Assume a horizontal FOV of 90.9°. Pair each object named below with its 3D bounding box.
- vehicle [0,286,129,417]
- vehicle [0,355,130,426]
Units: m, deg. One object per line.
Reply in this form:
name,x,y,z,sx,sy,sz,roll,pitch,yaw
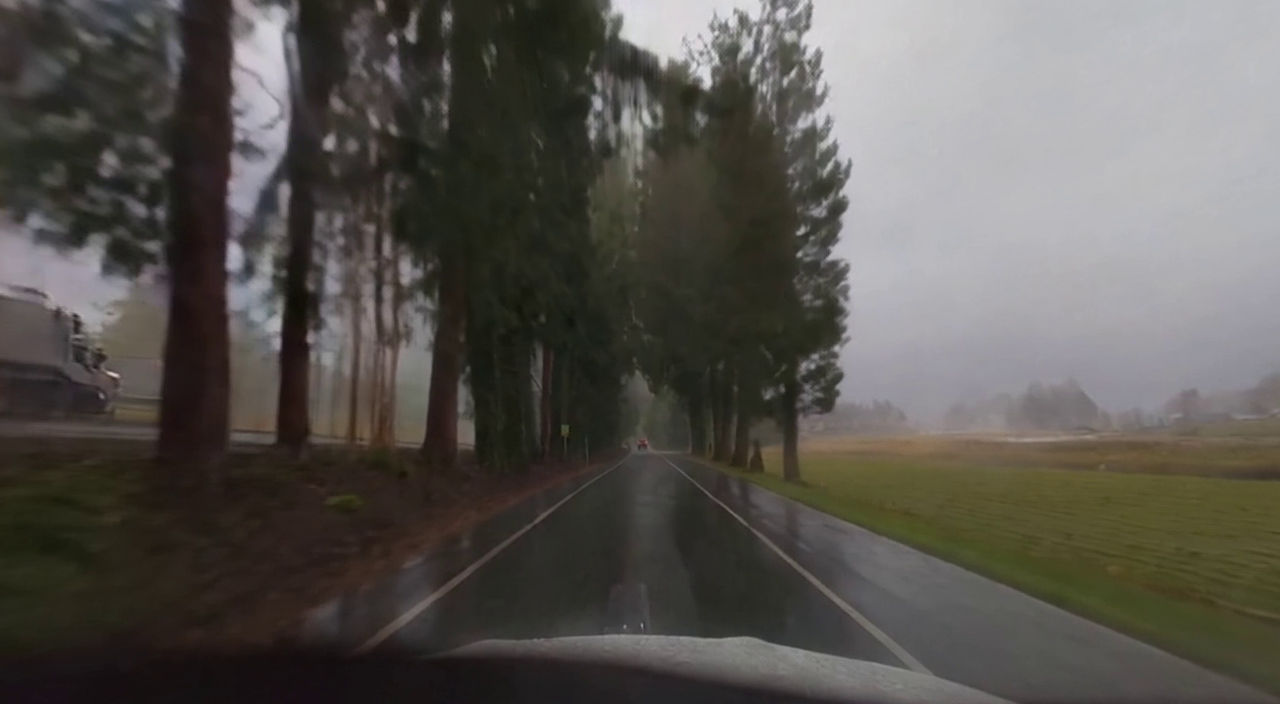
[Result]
vehicle,-24.054,-0.730,18.613,3.314,4.163,16.558,-1,-10,3
vehicle,-19.725,1.295,20.018,2.339,1.956,5.312,-1,-8,4
